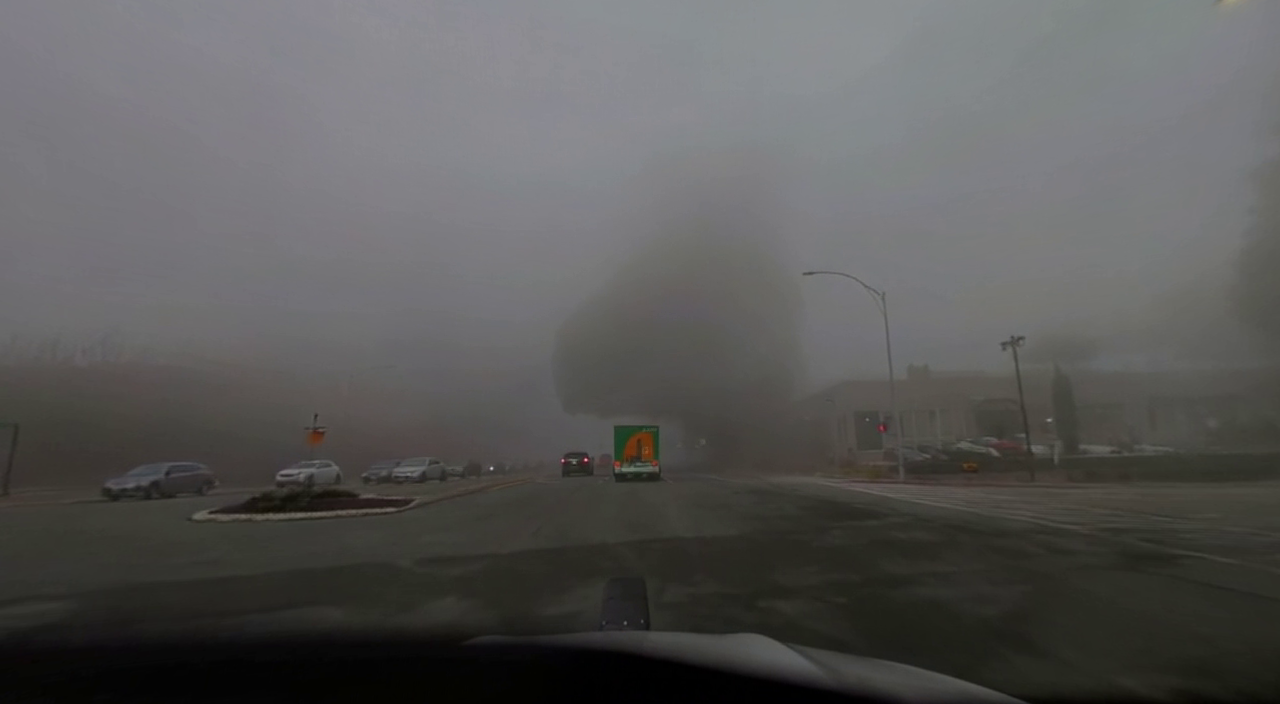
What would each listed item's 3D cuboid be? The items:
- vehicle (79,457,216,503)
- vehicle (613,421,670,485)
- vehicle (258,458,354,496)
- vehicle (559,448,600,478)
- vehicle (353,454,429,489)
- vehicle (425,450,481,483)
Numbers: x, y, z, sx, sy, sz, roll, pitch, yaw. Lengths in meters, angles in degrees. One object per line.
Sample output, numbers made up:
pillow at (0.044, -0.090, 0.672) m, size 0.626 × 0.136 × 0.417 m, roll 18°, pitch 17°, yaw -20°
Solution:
vehicle at (-22.345, 5.791, 28.969) m, size 2.017 × 1.785 × 5.092 m, roll -1°, pitch -8°, yaw 3°
vehicle at (-0.103, 5.788, 36.618) m, size 2.843 × 3.120 × 10.422 m, roll 0°, pitch -8°, yaw -2°
vehicle at (-16.274, 6.067, 31.044) m, size 2.022 × 1.442 × 4.853 m, roll -4°, pitch -8°, yaw 1°
vehicle at (-3.954, 7.297, 41.781) m, size 2.184 × 1.830 × 4.890 m, roll 0°, pitch -8°, yaw 0°
vehicle at (-12.926, 6.201, 33.063) m, size 1.960 × 1.627 × 4.784 m, roll 0°, pitch -8°, yaw 1°
vehicle at (-12.430, 7.593, 42.153) m, size 2.068 × 1.747 × 5.040 m, roll -4°, pitch -7°, yaw 1°
